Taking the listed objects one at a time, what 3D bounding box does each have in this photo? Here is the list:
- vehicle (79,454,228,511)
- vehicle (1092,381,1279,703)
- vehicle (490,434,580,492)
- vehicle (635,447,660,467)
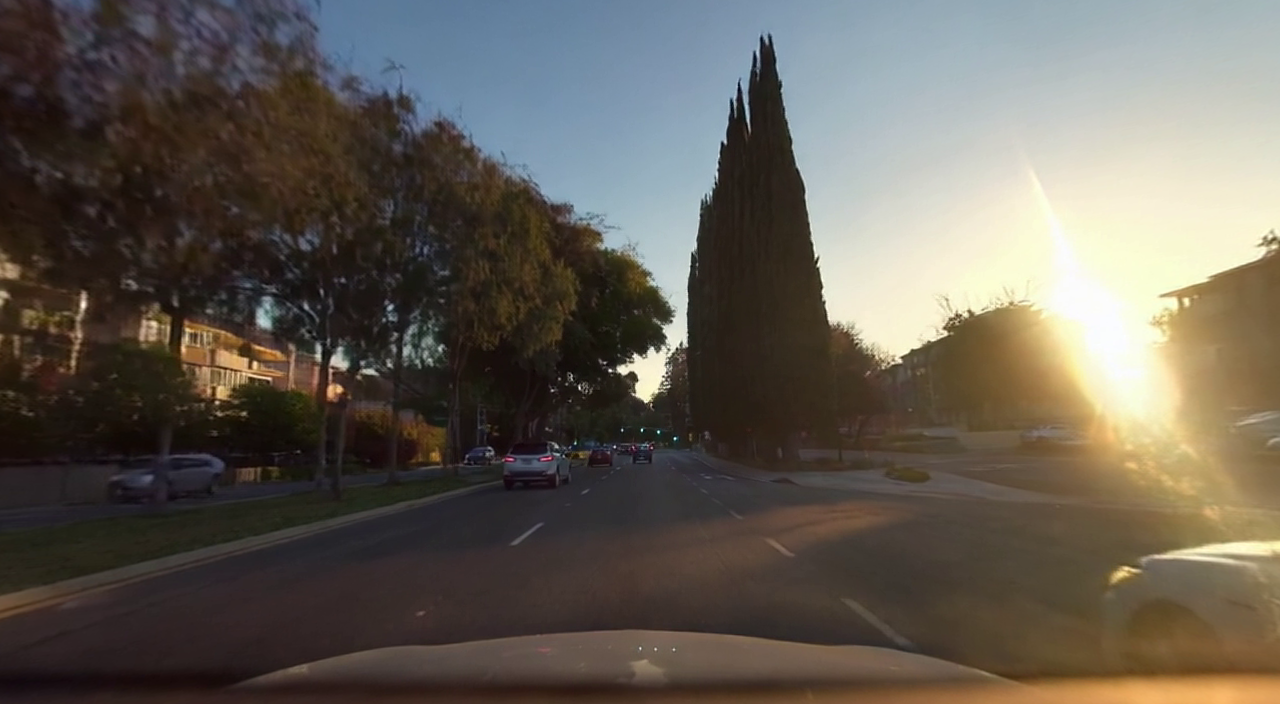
[{"bbox_3d":[-17.431,4.643,22.919,1.899,1.790,4.340,0,-8,0],"label":"vehicle"},{"bbox_3d":[3.188,0.676,0.881,1.945,1.530,4.320,0,-8,1],"label":"vehicle"},{"bbox_3d":[-3.611,3.940,22.777,2.216,1.828,4.886,0,-8,2],"label":"vehicle"},{"bbox_3d":[0.625,8.298,49.961,1.940,1.501,4.133,0,-8,1],"label":"vehicle"}]
